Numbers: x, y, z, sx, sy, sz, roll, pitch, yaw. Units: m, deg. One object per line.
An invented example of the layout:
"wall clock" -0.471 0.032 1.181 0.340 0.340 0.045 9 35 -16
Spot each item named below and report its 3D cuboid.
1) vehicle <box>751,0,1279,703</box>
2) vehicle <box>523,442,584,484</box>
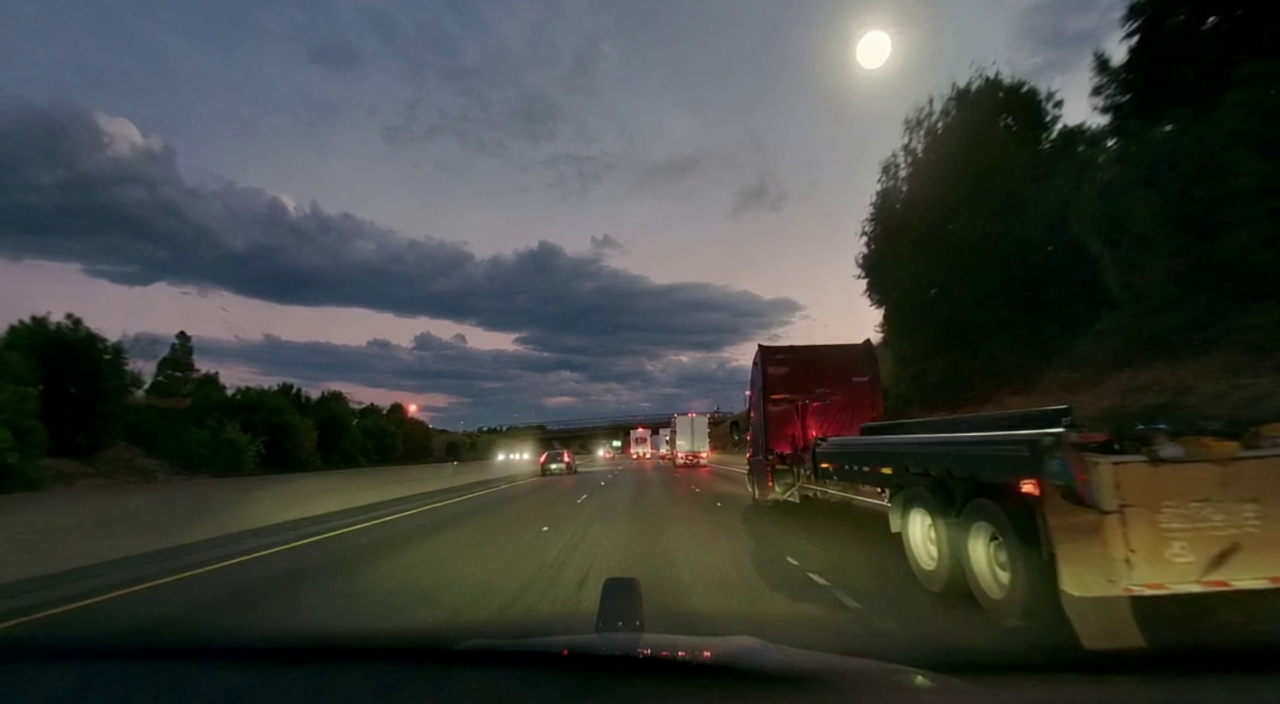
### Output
"vehicle" 3.947 0.044 4.019 3.031 3.826 17.142 0 -9 -1
"vehicle" -3.567 4.678 26.792 2.007 1.647 3.854 0 -9 1
